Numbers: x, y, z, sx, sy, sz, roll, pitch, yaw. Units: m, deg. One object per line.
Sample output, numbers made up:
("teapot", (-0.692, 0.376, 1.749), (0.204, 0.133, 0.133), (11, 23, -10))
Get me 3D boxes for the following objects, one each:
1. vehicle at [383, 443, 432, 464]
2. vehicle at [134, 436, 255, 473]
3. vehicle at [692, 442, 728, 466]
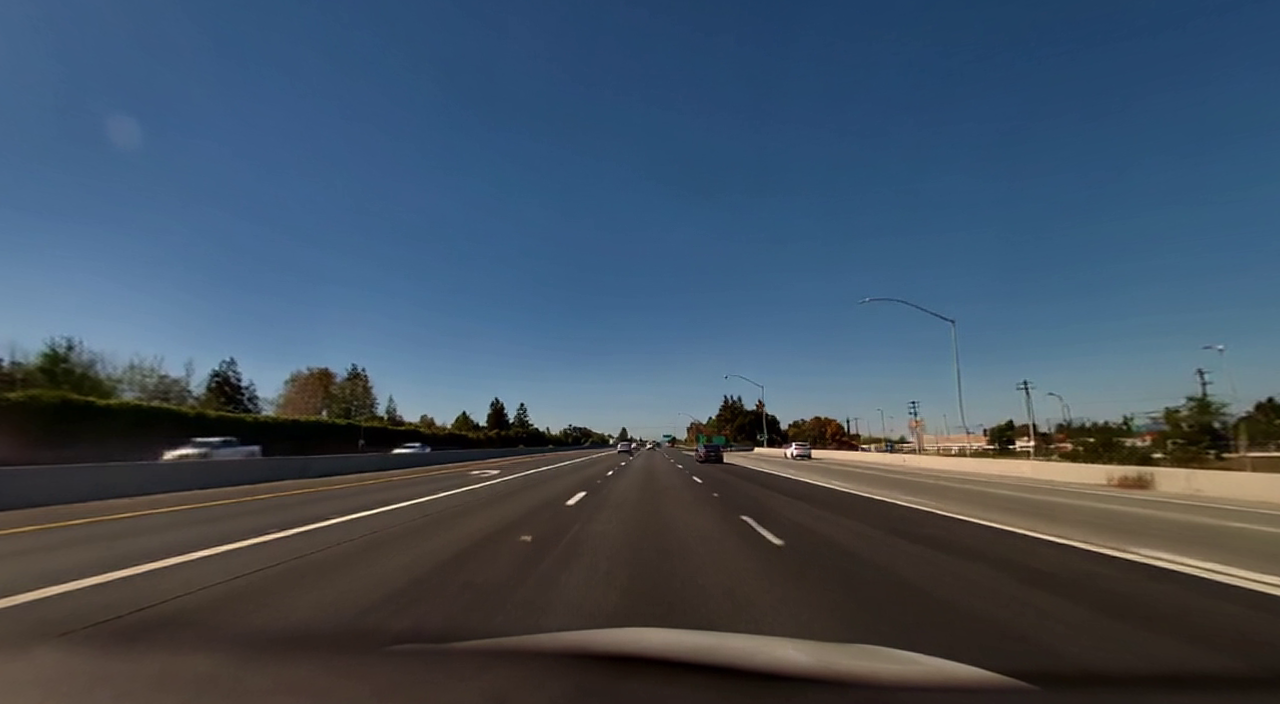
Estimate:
("vehicle", (-17.401, 7.607, 47.469), (1.913, 1.440, 4.374), (0, -8, 2))
("vehicle", (-21.426, 4.950, 30.663), (2.023, 1.607, 5.149), (0, -8, 1))
("vehicle", (4.547, 6.657, 41.474), (1.912, 1.478, 4.125), (0, -8, 0))
